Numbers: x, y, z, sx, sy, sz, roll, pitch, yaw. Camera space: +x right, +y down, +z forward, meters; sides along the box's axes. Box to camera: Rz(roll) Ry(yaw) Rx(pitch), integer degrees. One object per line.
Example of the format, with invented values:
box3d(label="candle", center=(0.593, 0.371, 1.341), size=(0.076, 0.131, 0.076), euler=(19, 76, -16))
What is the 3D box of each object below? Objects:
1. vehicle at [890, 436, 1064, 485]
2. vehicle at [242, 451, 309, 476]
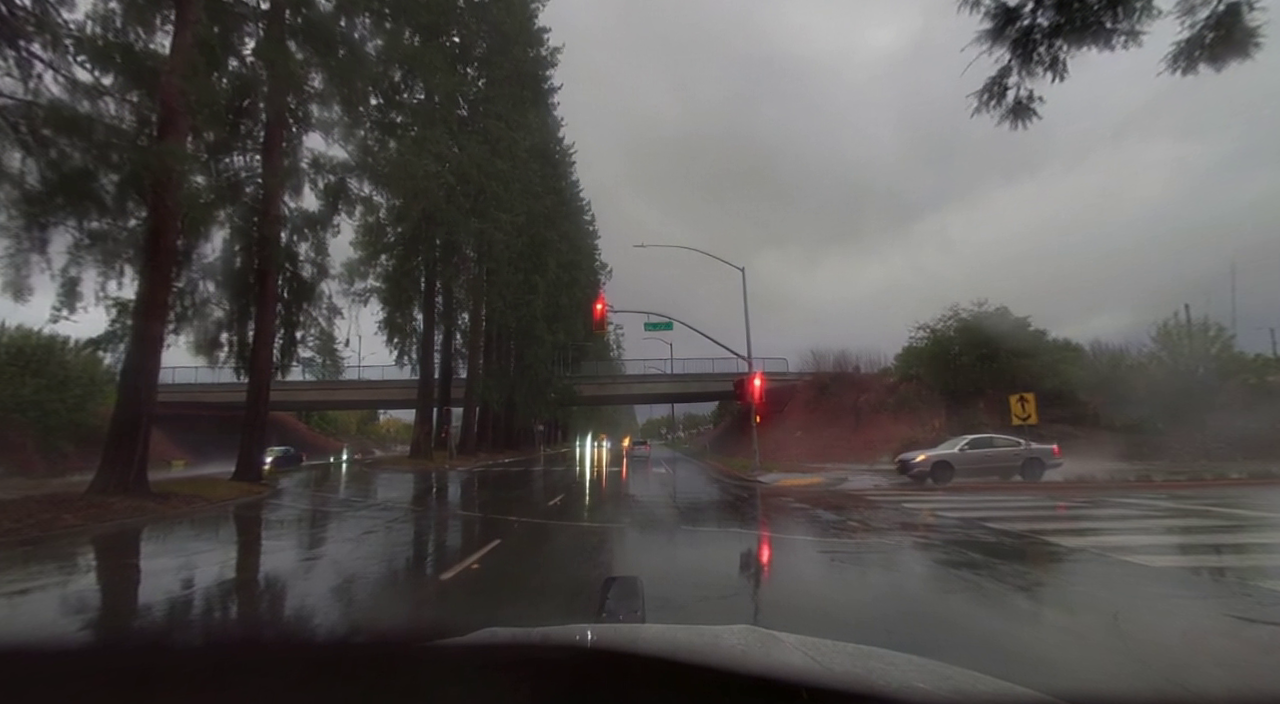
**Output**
box3d(label="vehicle", center=(10.801, 3.478, 20.445), size=(4.691, 1.466, 1.800), euler=(1, -9, -7))
box3d(label="vehicle", center=(-23.968, 7.334, 41.747), size=(1.834, 1.482, 4.310), euler=(0, -8, -1))
